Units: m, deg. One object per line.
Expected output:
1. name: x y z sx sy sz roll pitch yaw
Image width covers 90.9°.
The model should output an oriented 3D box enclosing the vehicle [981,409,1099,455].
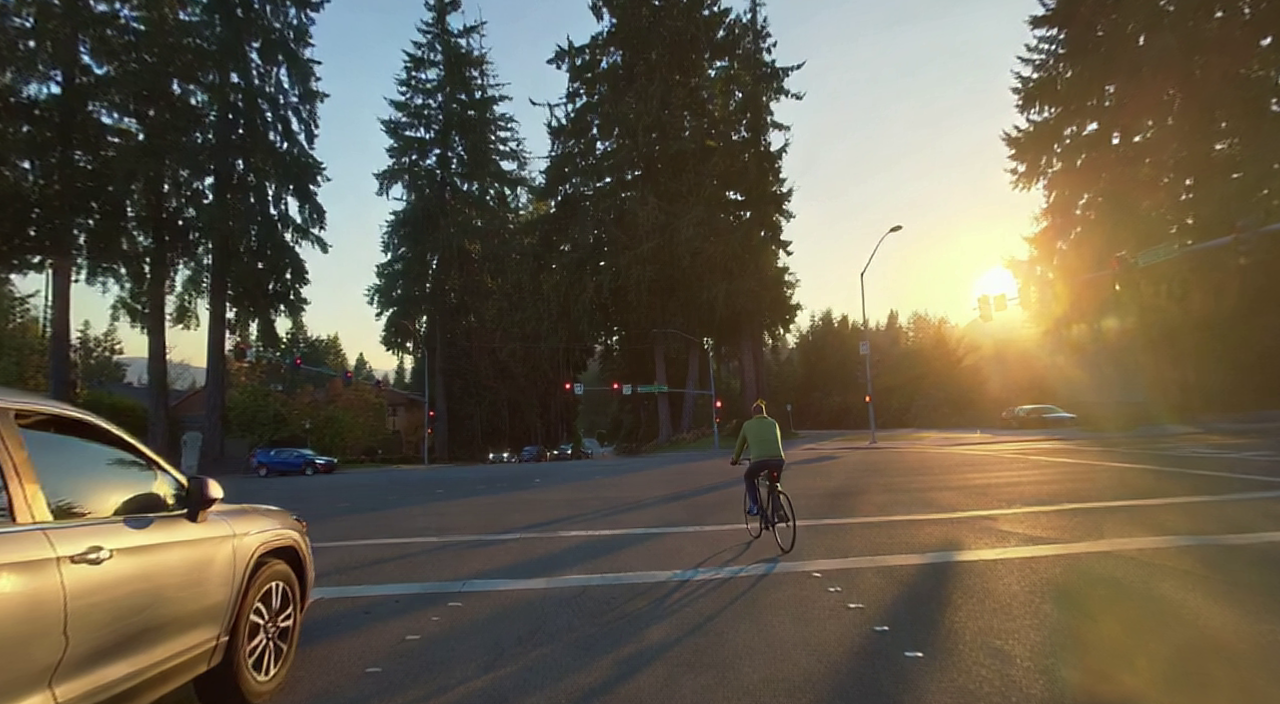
1. vehicle: 18.578 3.748 29.376 4.237 1.948 1.997 0 -9 -9

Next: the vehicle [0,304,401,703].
1. vehicle: -2.963 0.862 2.732 2.049 1.756 4.602 0 -8 0

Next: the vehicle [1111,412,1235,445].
1. vehicle: 25.748 3.731 30.495 4.716 1.507 1.904 2 -9 -11
